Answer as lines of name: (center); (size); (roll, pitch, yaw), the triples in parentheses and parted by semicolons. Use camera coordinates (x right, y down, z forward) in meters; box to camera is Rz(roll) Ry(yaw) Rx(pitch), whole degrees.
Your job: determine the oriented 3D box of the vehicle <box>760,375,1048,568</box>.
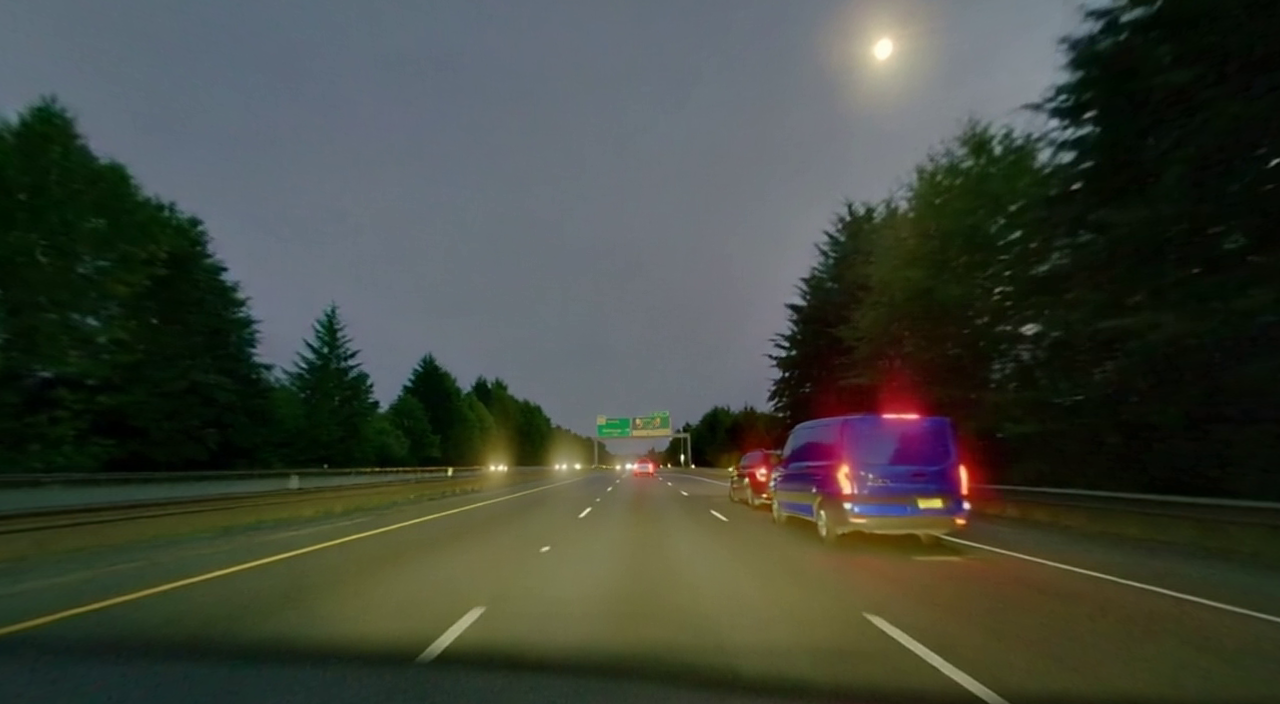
vehicle: (4.402, 2.320, 12.425); (2.737, 2.711, 6.687); (1, -11, 0)
